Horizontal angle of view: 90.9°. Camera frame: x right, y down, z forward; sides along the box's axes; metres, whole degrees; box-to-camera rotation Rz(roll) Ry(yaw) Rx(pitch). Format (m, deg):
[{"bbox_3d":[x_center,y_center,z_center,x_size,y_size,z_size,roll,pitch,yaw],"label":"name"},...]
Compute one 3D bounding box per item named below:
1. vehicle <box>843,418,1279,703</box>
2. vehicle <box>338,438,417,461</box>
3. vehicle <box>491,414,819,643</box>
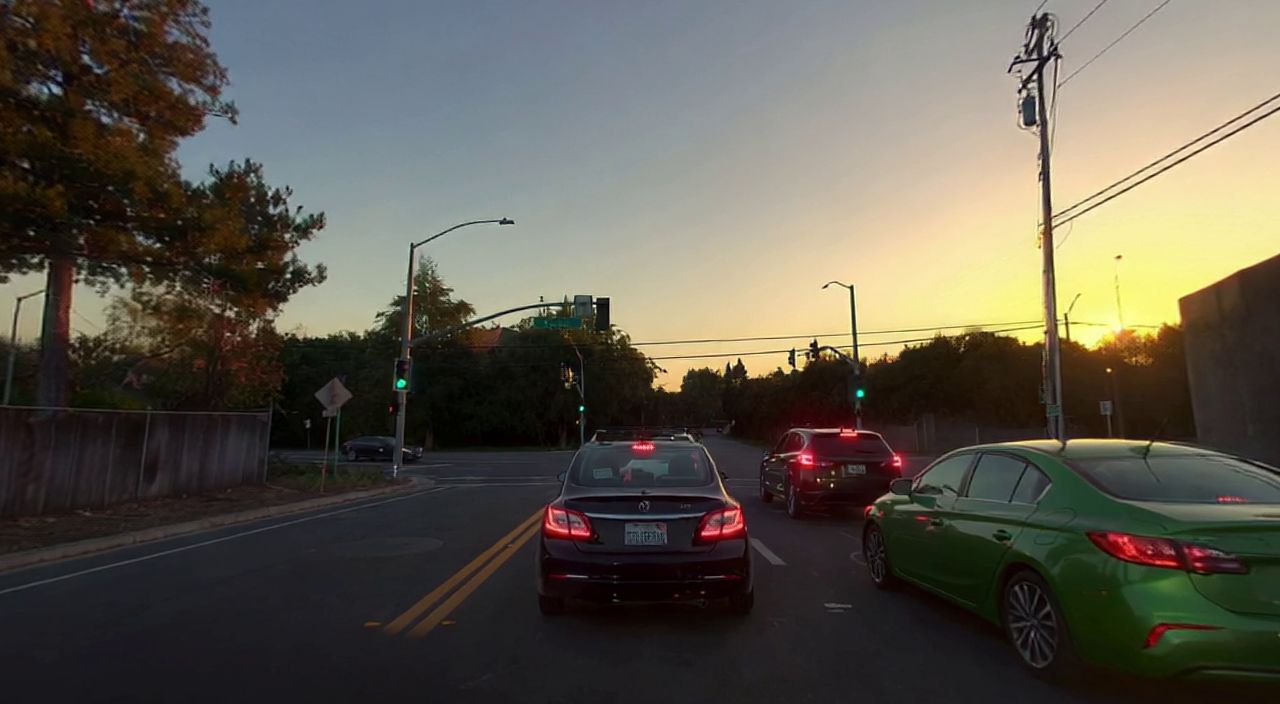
[{"bbox_3d":[3.086,1.245,4.137,2.027,1.432,4.431,0,-8,0],"label":"vehicle"},{"bbox_3d":[-17.238,6.419,41.467,4.406,1.458,1.892,-1,-8,7],"label":"vehicle"},{"bbox_3d":[0.065,1.493,6.433,2.170,1.497,4.369,0,-8,-1],"label":"vehicle"}]
